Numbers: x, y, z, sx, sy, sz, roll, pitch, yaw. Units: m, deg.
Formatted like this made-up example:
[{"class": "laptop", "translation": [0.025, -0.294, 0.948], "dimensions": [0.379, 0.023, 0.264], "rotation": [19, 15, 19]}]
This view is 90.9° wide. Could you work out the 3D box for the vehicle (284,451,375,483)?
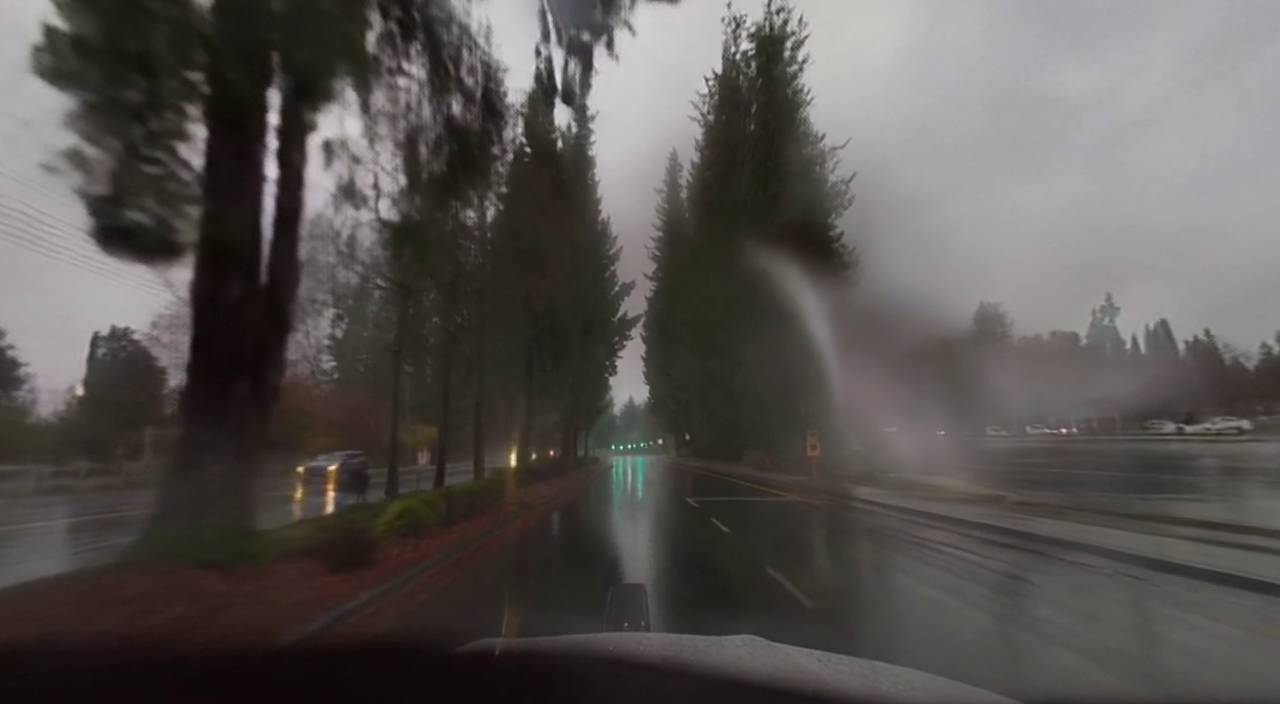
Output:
[{"class": "vehicle", "translation": [-16.382, 6.084, 33.579], "dimensions": [2.200, 1.496, 4.809], "rotation": [-1, -8, 3]}]
